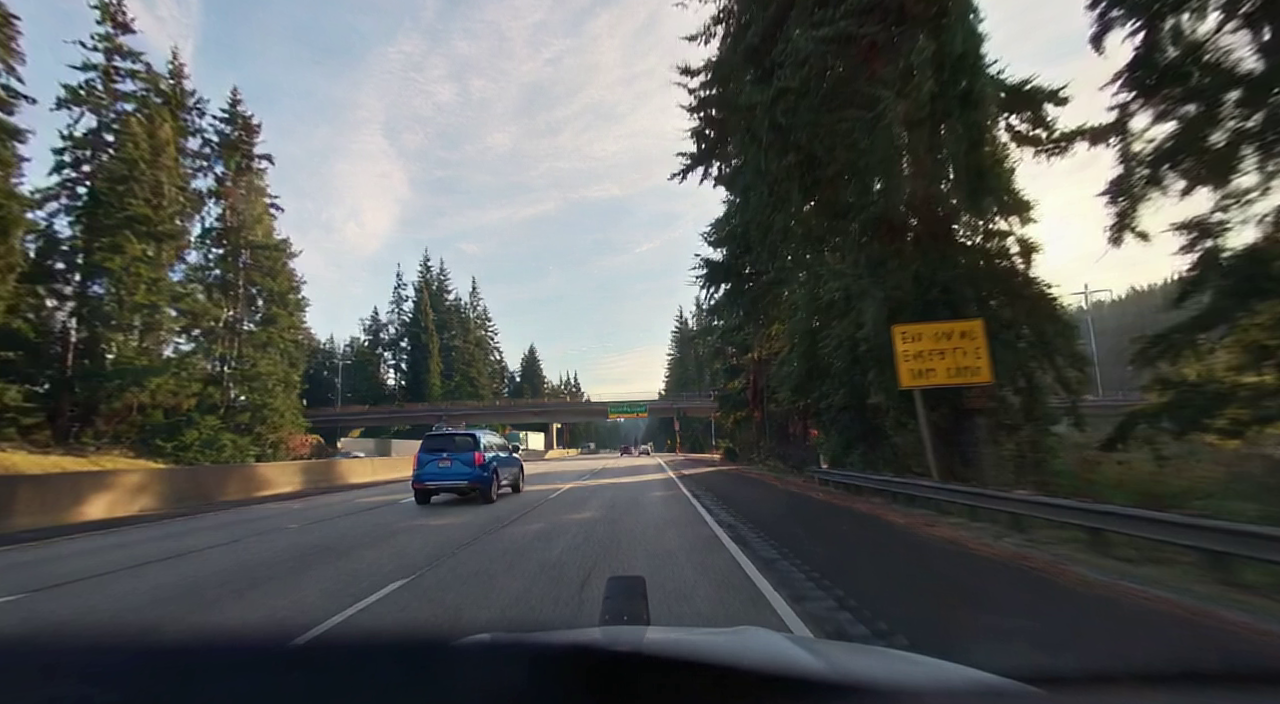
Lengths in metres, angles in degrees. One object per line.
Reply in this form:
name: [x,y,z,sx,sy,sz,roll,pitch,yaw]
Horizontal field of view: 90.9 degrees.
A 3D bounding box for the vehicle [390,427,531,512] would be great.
vehicle: [-4.145,2.785,15.459,2.084,1.752,4.479,0,-8,1]
